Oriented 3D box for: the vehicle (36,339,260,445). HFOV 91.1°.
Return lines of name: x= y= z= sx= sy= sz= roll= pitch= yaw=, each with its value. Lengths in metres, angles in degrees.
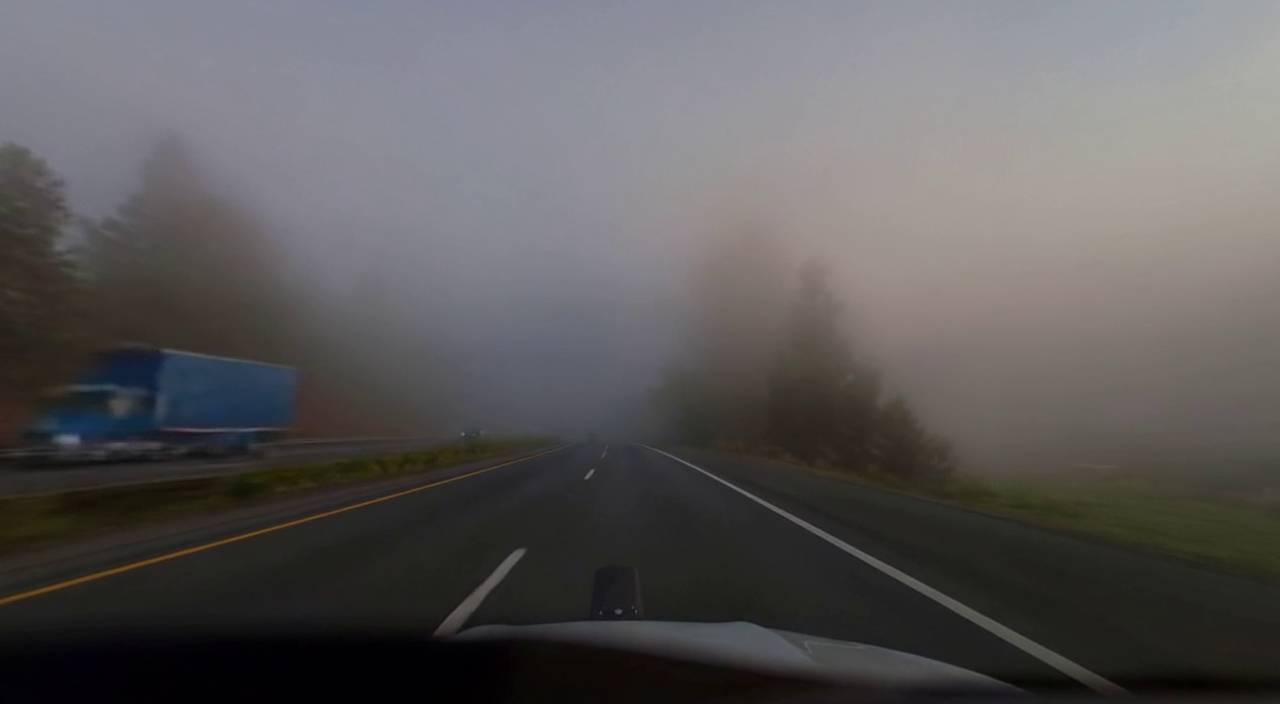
vehicle: x=-16.615 y=1.601 z=21.991 sx=2.641 sy=3.191 sz=6.392 roll=0 pitch=-8 yaw=-1
